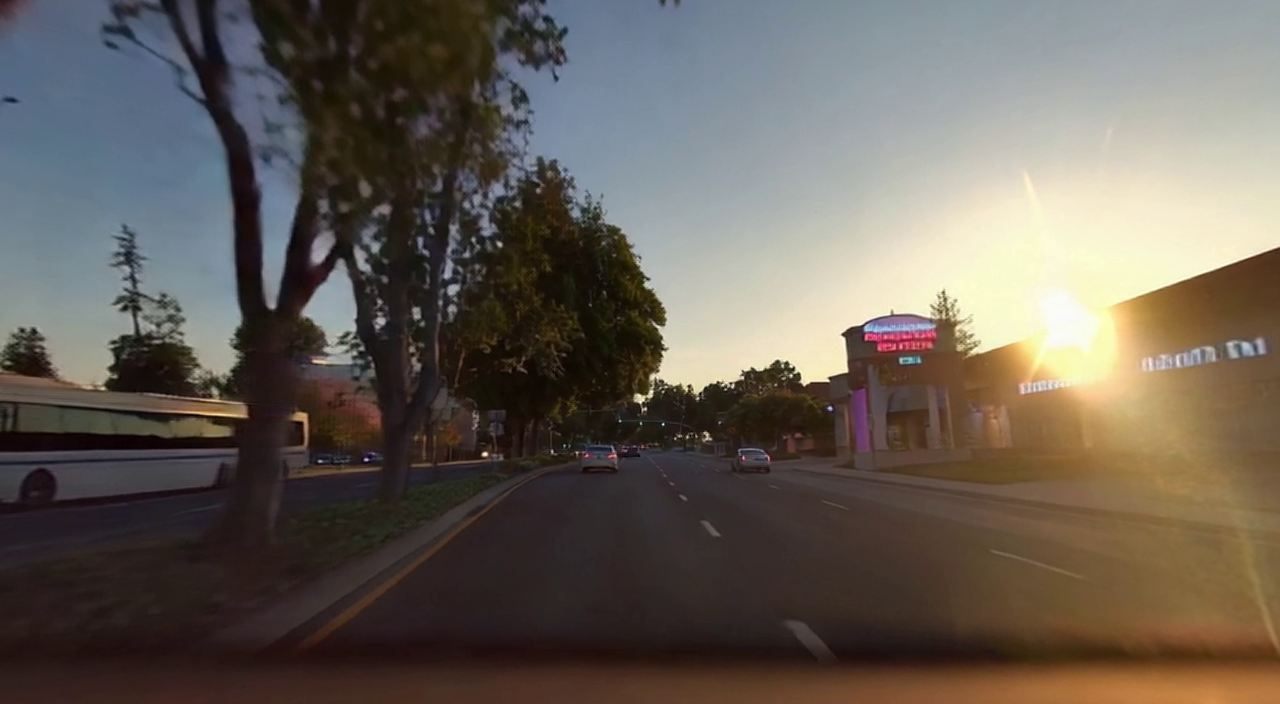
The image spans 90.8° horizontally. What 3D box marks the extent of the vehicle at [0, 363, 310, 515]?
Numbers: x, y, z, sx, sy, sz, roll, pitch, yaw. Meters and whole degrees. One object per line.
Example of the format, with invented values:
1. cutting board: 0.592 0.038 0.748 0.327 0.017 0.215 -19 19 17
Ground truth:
1. vehicle: -19.250 3.535 25.107 3.133 4.167 16.699 -1 -8 1

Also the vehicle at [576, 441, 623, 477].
1. vehicle: -1.916 5.010 29.883 2.072 1.545 4.578 0 -8 -4

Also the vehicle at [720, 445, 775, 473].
1. vehicle: 6.022 6.020 35.883 2.075 1.475 4.571 0 -8 -4
